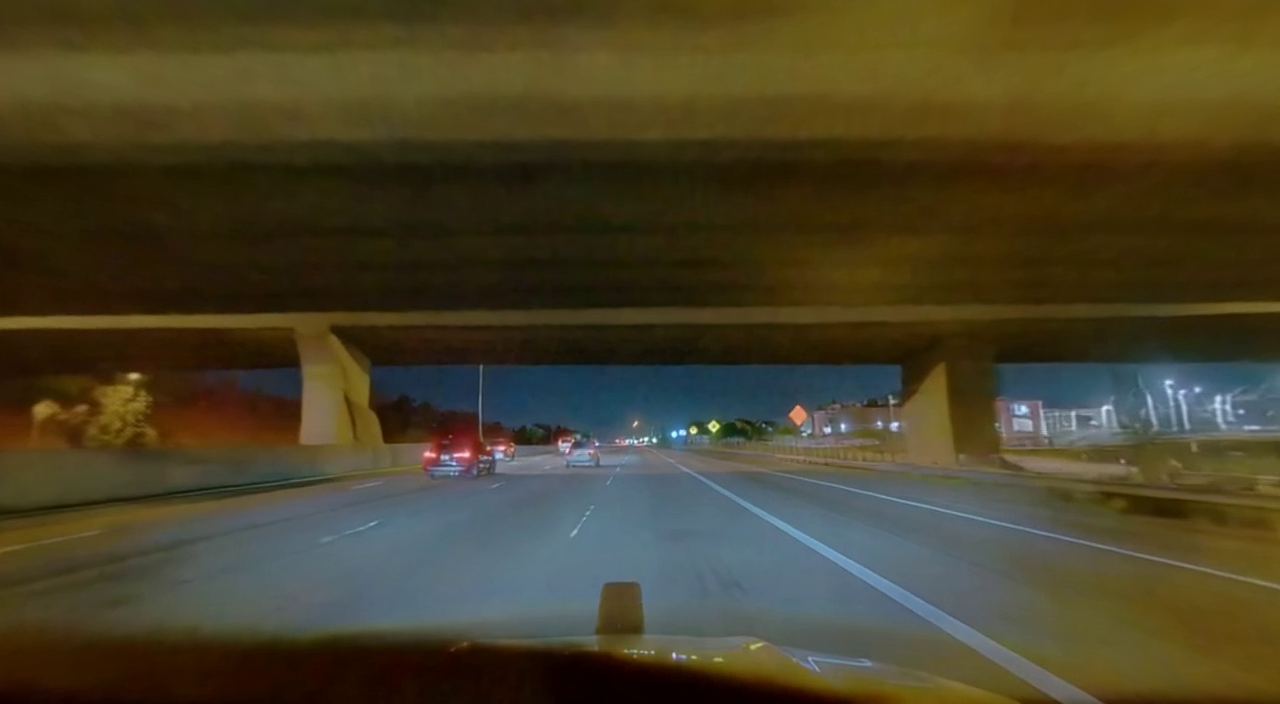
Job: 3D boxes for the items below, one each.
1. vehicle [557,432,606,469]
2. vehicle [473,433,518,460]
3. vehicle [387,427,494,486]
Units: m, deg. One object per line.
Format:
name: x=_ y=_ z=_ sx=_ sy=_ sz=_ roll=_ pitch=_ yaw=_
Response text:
vehicle: x=-2.843 y=4.911 z=31.571 sx=2.027 sy=1.697 sz=4.307 roll=0 pitch=-8 yaw=0
vehicle: x=-9.820 y=6.490 z=43.400 sx=1.969 sy=1.759 sz=4.758 roll=0 pitch=-8 yaw=0
vehicle: x=-6.541 y=3.475 z=21.346 sx=2.015 sy=1.762 sz=4.790 roll=0 pitch=-8 yaw=0
